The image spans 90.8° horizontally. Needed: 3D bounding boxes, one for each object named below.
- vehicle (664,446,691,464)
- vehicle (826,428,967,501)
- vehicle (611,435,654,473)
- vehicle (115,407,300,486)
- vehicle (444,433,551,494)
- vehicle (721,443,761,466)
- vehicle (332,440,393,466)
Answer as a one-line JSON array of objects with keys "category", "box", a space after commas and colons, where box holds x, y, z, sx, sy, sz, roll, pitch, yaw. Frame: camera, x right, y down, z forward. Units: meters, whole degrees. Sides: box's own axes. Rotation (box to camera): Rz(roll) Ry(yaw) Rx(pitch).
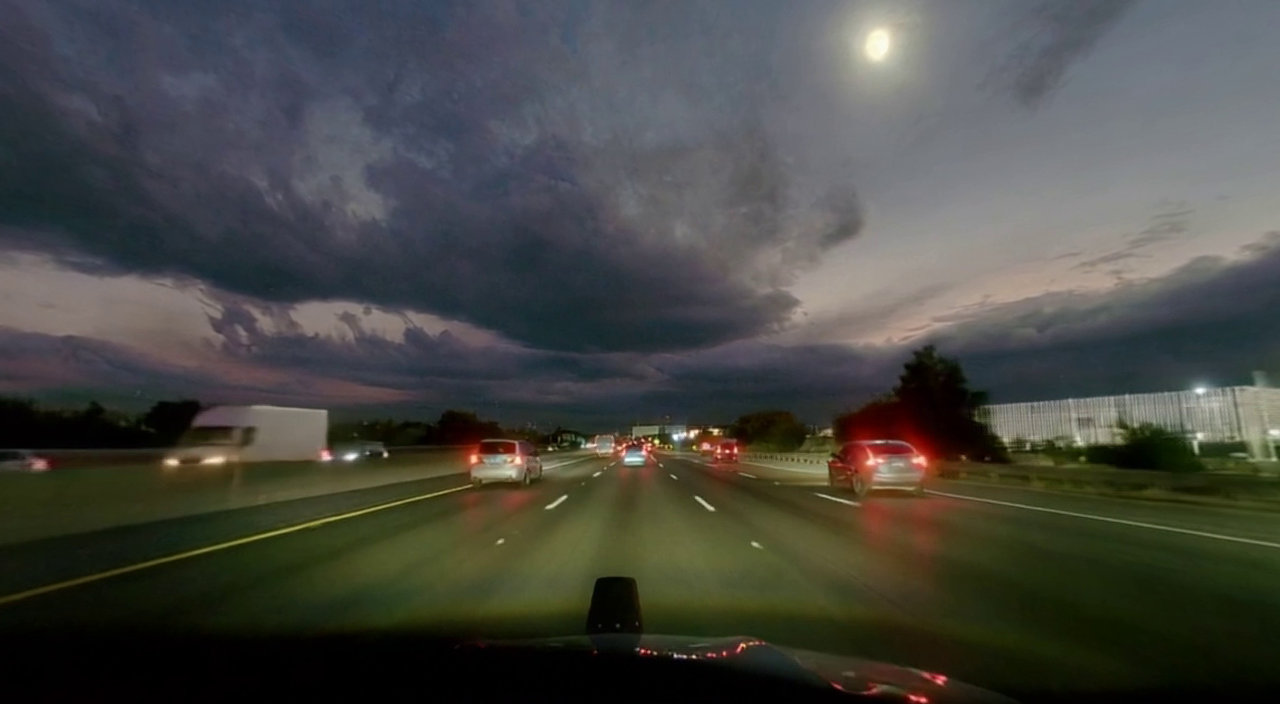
[{"category": "vehicle", "box": [2.910, 8.085, 49.803, 1.816, 1.353, 3.809, 0, -8, -1]}, {"category": "vehicle", "box": [6.574, 2.927, 16.779, 1.944, 1.666, 4.184, 0, -9, 0]}, {"category": "vehicle", "box": [-0.366, 5.082, 31.686, 2.002, 1.759, 4.658, 0, -8, 0]}, {"category": "vehicle", "box": [-13.671, 3.063, 20.511, 2.393, 2.225, 4.996, 0, -9, 0]}, {"category": "vehicle", "box": [-4.188, 3.354, 19.443, 2.126, 1.631, 4.643, 0, -9, 1]}, {"category": "vehicle", "box": [6.714, 6.898, 42.567, 1.879, 1.428, 4.402, 0, -9, -1]}, {"category": "vehicle", "box": [-21.387, 7.812, 48.954, 2.093, 1.851, 5.667, 0, -8, 0]}]
